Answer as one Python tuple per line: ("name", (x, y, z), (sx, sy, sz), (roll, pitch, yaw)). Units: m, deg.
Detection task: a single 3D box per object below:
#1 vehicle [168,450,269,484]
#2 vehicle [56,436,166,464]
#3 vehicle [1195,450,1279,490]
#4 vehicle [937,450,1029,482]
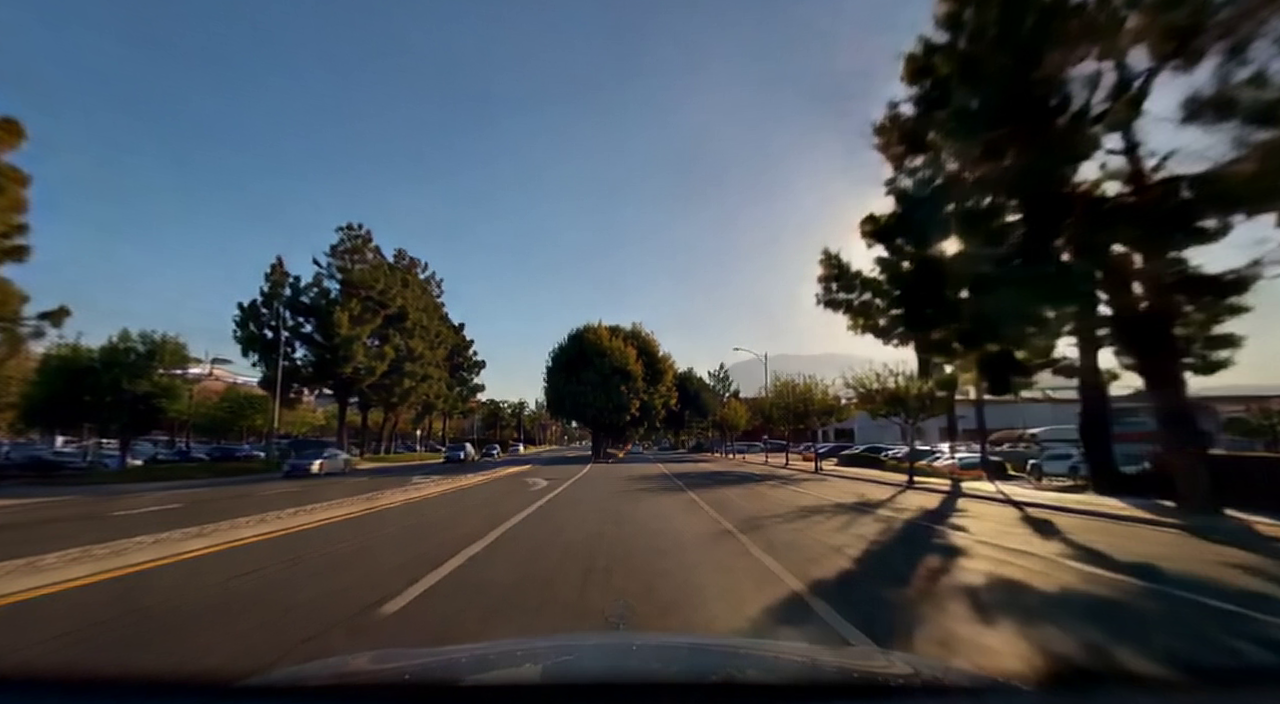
("vehicle", (-19.846, 5.415, 30.018), (1.787, 1.437, 4.414), (0, -8, -1))
("vehicle", (-32.283, 6.046, 38.686), (1.883, 1.596, 4.676), (-7, -12, 34))
("vehicle", (32.525, 6.106, 32.908), (4.886, 1.888, 2.122), (-3, -11, 2))
("vehicle", (20.602, 6.788, 37.978), (4.573, 1.747, 2.191), (-6, -10, 34))
